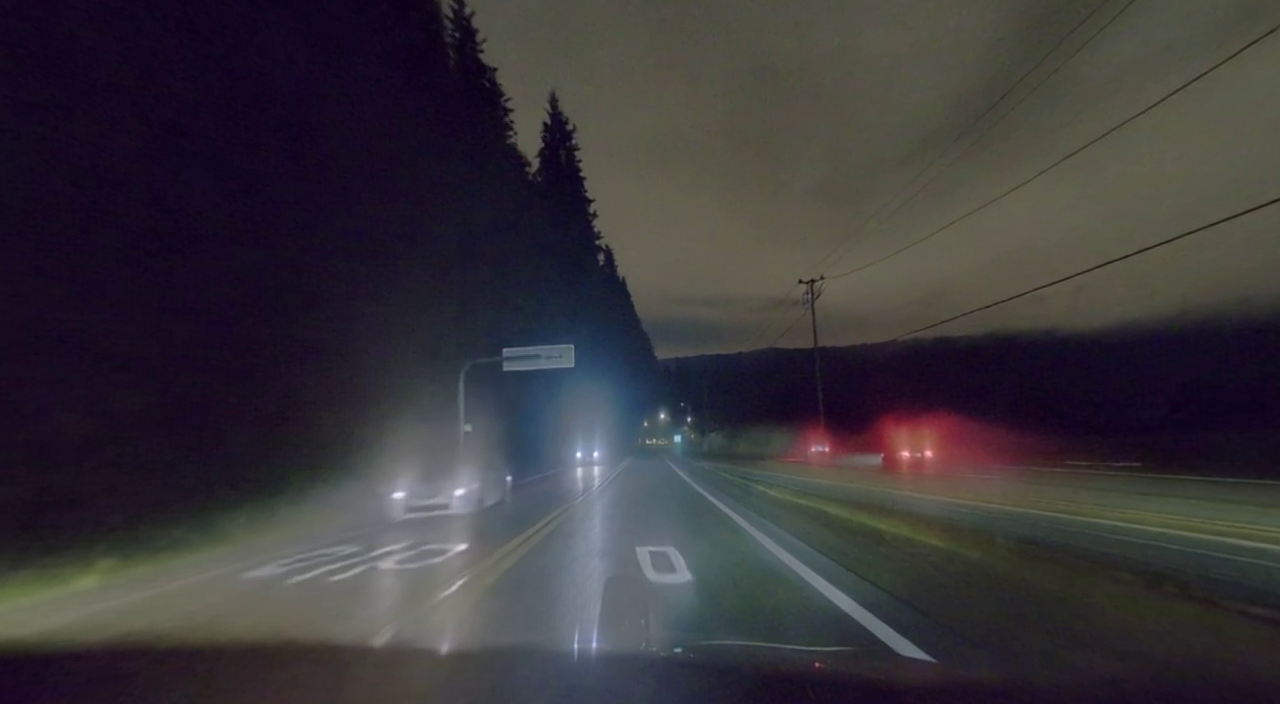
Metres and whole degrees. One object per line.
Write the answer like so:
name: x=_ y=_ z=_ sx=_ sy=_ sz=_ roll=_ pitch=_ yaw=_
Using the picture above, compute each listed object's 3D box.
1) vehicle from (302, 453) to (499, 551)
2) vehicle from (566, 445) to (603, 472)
vehicle: x=-4.097 y=2.605 z=11.611 sx=2.002 sy=1.420 sz=3.948 roll=-1 pitch=-9 yaw=1
vehicle: x=-3.593 y=6.998 z=41.591 sx=2.074 sy=1.679 sz=4.293 roll=-1 pitch=-9 yaw=0
